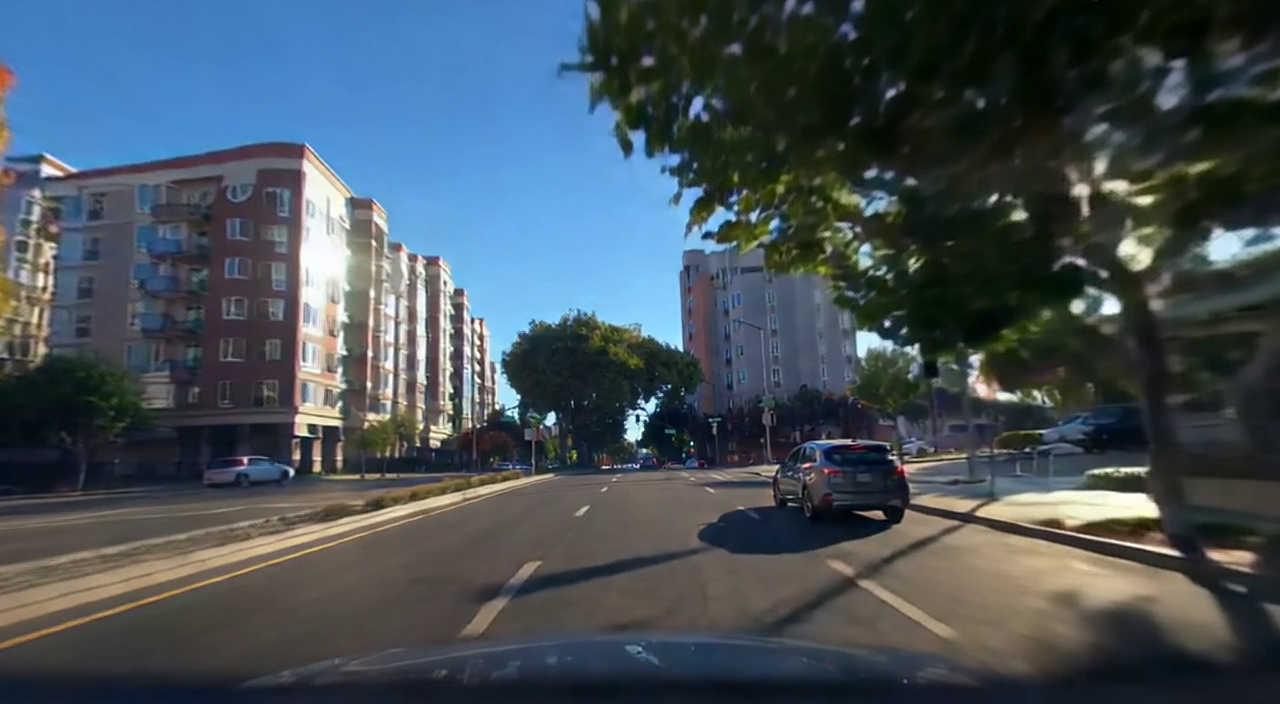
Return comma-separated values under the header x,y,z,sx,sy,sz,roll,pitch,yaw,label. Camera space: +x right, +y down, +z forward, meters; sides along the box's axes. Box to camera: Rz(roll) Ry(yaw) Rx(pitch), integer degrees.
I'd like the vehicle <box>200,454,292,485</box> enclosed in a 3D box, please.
x,y,z,sx,sy,sz,roll,pitch,yaw,label
-21.259,6.325,34.279,1.864,1.468,4.770,0,-9,1,vehicle

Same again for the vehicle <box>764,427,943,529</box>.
x,y,z,sx,sy,sz,roll,pitch,yaw,label
3.727,2.268,11.880,1.949,1.583,3.996,0,-9,0,vehicle
